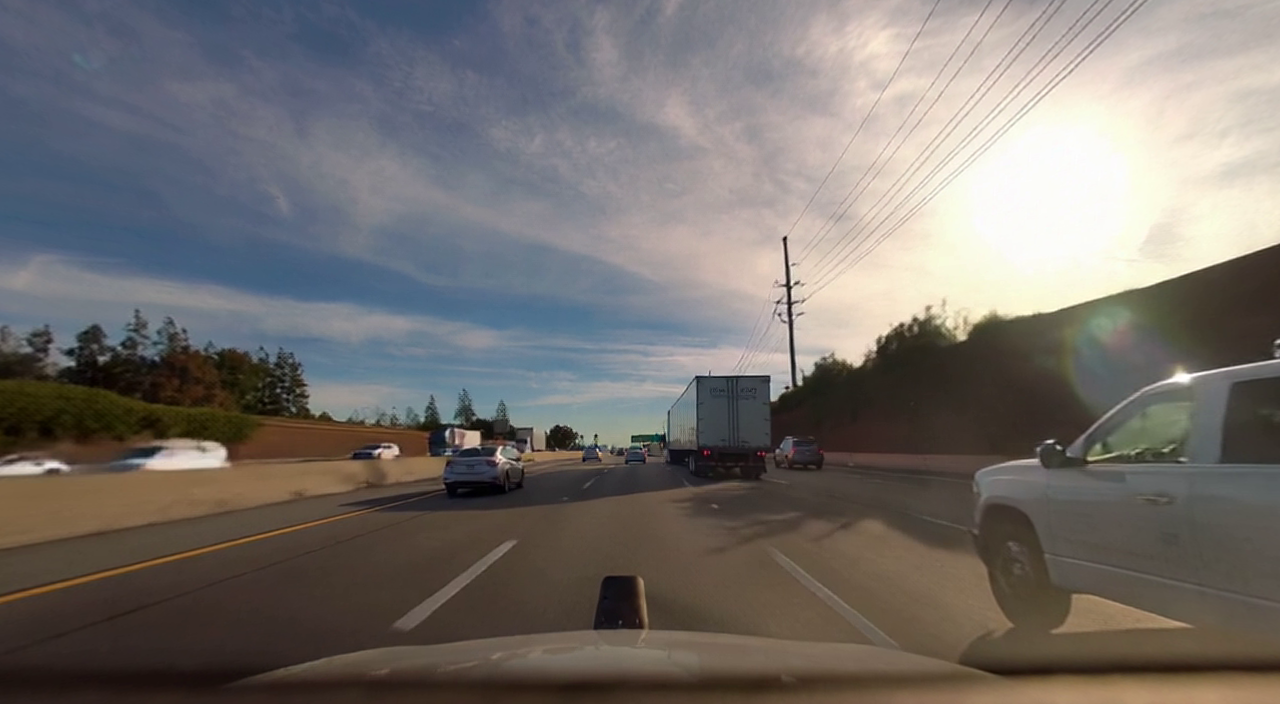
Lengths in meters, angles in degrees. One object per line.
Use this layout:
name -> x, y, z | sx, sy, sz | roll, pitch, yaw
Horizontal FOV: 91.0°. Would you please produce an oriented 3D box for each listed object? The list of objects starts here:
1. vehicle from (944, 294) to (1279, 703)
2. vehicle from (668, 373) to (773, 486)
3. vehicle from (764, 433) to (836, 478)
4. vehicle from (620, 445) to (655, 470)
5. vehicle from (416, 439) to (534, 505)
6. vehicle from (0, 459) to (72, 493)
vehicle -> 3.375, 0.721, 2.185 | 2.132, 1.869, 4.978 | 0, -8, 0
vehicle -> 3.304, 3.990, 31.145 | 2.907, 4.109, 16.177 | 0, -8, -1
vehicle -> 7.353, 4.787, 29.408 | 2.079, 1.938, 4.630 | 0, -8, -1
vehicle -> -0.136, 6.472, 38.862 | 2.047, 1.485, 3.938 | 0, -8, 1
vehicle -> -4.115, 3.038, 16.394 | 1.968, 1.507, 3.829 | 0, -8, 1
vehicle -> -30.315, 5.925, 30.249 | 1.956, 1.447, 4.610 | 0, -8, -4
